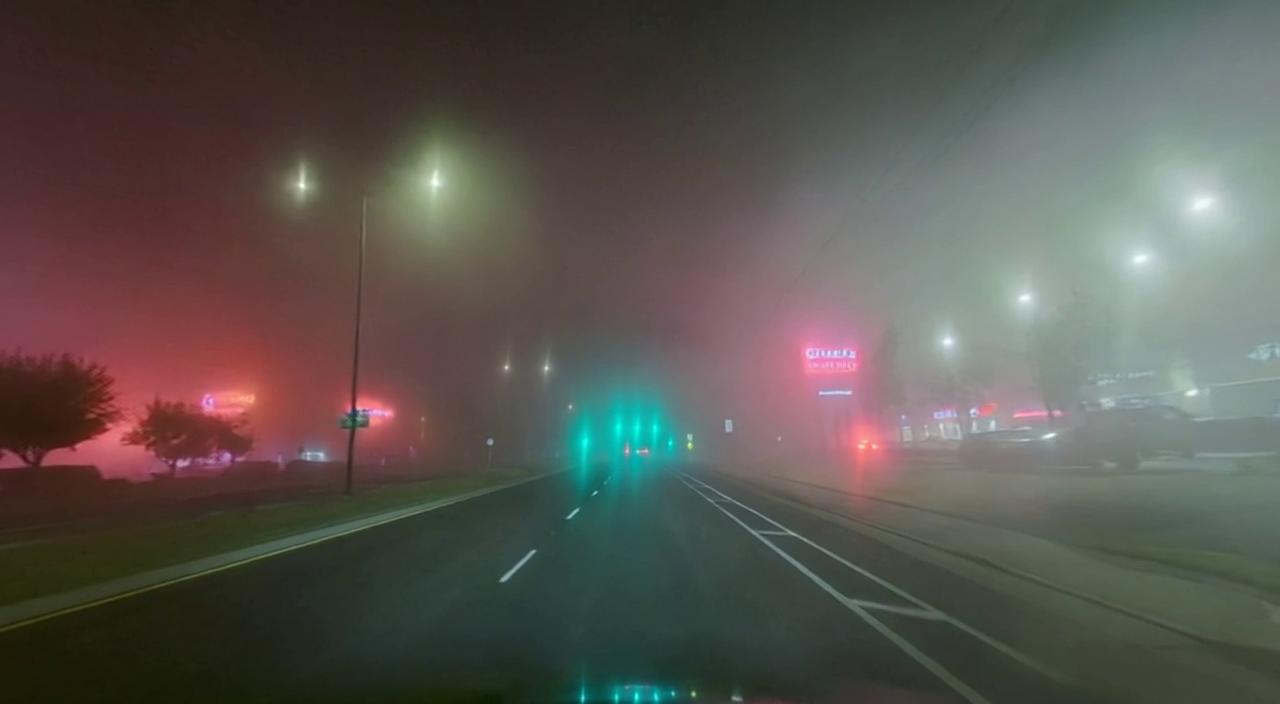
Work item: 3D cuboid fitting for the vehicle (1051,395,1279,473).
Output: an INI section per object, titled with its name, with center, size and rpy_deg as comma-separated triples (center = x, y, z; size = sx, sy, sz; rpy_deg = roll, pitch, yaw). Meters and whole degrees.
[vehicle]
center = 13.964, 2.210, 16.934
size = 4.514, 1.929, 1.991
rpy_deg = 0, -8, -4
